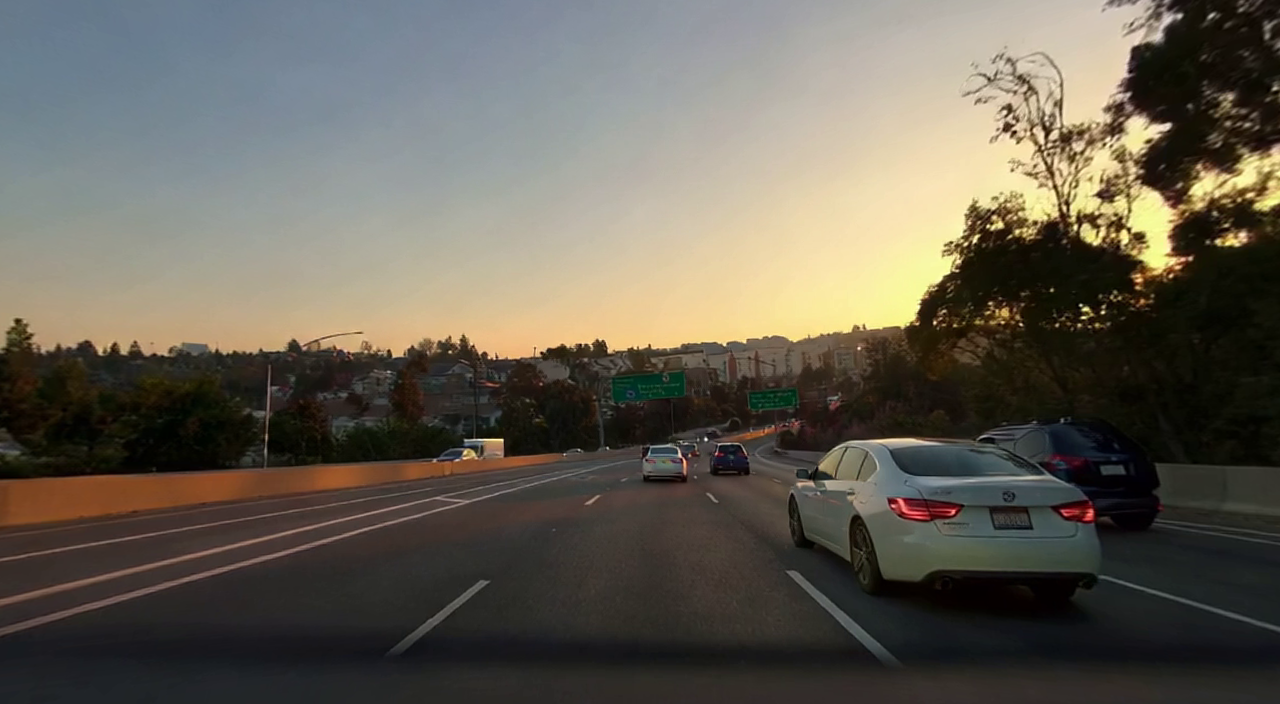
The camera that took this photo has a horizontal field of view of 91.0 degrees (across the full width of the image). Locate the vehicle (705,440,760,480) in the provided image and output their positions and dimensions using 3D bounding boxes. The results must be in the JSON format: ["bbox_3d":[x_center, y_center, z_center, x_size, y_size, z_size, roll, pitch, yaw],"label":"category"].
[{"bbox_3d":[4.186,4.965,29.109,2.076,1.684,4.241,0,-9,3],"label":"vehicle"}]

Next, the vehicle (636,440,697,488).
[{"bbox_3d":[1.001,4.132,23.420,2.074,1.614,3.803,0,-9,3],"label":"vehicle"}]

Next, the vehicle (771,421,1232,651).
[{"bbox_3d":[2.852,1.559,6.468,2.009,1.489,4.559,0,-9,0],"label":"vehicle"}]
